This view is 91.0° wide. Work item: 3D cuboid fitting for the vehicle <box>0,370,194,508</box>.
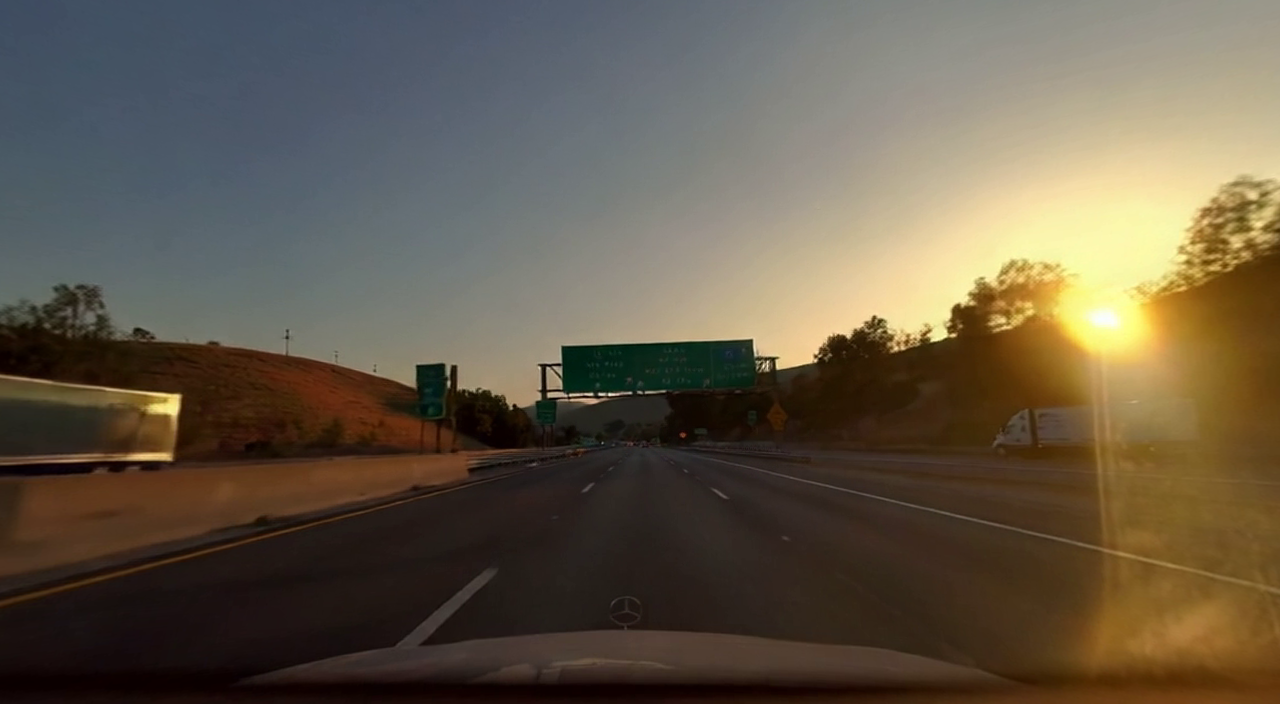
[{"bbox_3d":[-20.358,3.126,22.402,2.889,4.041,8.073,0,-8,0],"label":"vehicle"}]
